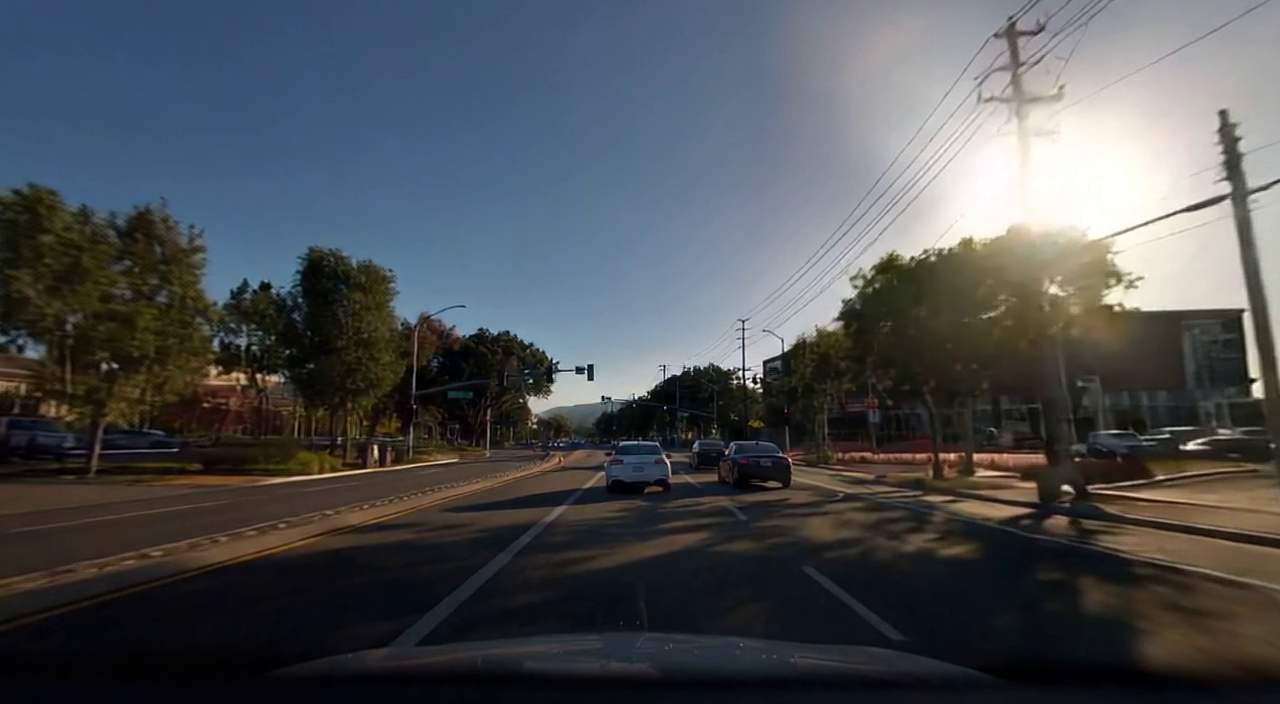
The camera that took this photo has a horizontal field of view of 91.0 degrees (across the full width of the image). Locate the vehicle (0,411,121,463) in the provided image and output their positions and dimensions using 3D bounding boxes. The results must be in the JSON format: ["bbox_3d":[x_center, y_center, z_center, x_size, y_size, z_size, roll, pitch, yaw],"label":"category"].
[{"bbox_3d":[-29.030,4.071,29.892,2.878,2.172,7.057,0,-8,-2],"label":"vehicle"}]

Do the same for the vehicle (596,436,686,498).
[{"bbox_3d":[-0.006,3.061,17.121,2.144,1.473,4.028,0,-8,-1],"label":"vehicle"}]

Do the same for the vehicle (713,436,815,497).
[{"bbox_3d":[3.319,3.138,17.688,1.985,1.489,4.036,0,-8,-1],"label":"vehicle"}]
